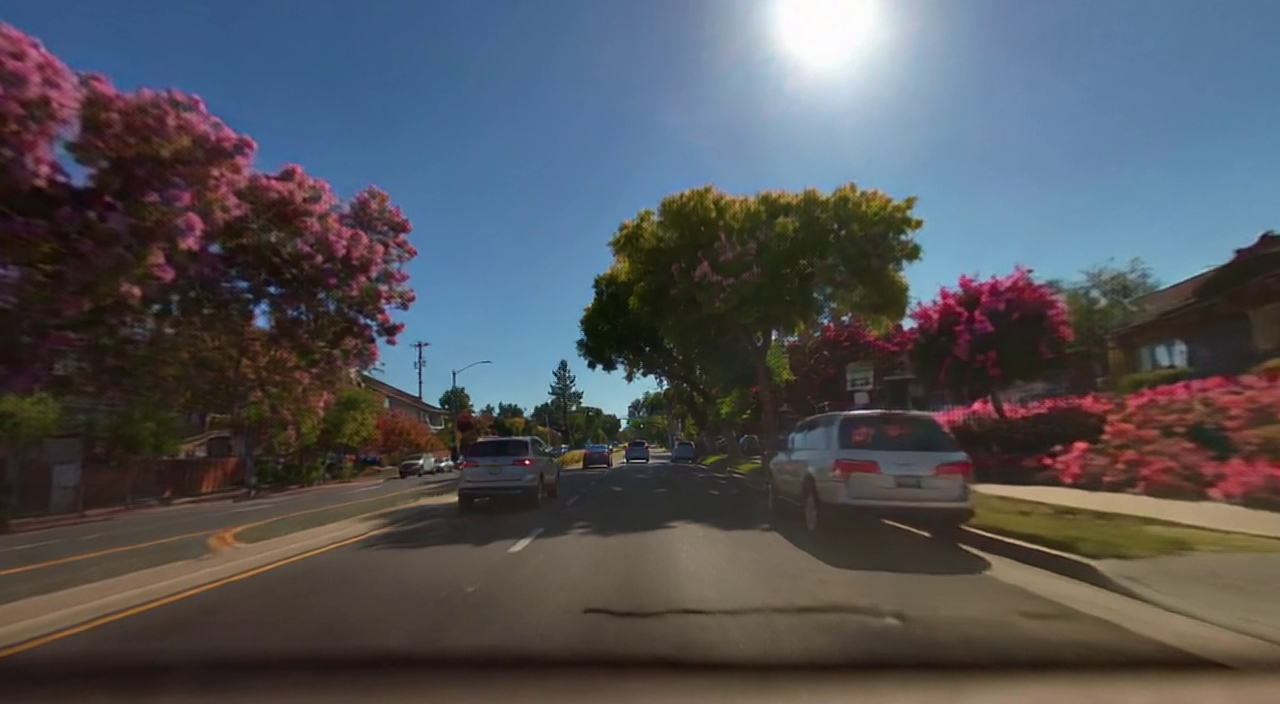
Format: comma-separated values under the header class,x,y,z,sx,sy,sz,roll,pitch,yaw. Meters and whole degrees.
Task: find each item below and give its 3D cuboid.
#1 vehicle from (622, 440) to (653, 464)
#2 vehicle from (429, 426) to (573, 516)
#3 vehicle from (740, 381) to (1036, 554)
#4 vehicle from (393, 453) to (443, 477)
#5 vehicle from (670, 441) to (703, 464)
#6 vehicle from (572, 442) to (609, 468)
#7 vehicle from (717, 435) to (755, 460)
class,x,y,z,sx,sy,sz,roll,pitch,yaw
vehicle,-0.203,7.859,49.900,2.376,1.801,4.317,0,-9,-1
vehicle,-3.050,2.759,15.189,2.257,1.751,5.028,-1,-9,1
vehicle,3.389,1.770,10.229,2.653,2.058,5.096,0,-9,-1
vehicle,-16.317,8.337,46.738,1.870,1.599,5.022,0,-9,0
vehicle,3.537,7.810,49.188,2.150,1.655,4.739,0,-9,-1
vehicle,-3.237,6.901,42.386,2.167,1.634,4.220,0,-9,0
vehicle,7.354,7.393,48.854,2.112,1.776,4.555,1,-8,-2
